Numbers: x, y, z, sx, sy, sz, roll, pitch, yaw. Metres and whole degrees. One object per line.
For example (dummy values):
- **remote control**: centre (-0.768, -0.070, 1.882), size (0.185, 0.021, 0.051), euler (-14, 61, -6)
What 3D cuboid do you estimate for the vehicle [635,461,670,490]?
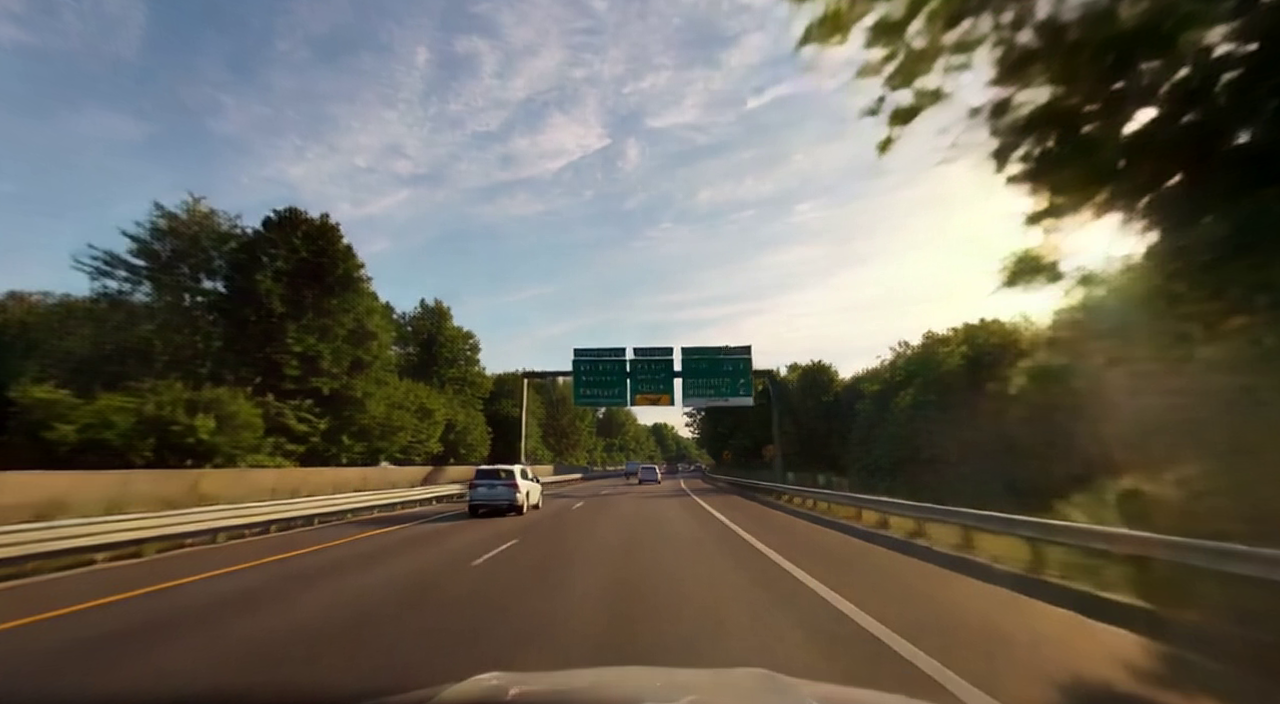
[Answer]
- **vehicle**: centre (0.818, 7.453, 38.215), size (2.000, 1.594, 3.996), euler (1, -10, 3)

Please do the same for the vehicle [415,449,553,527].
- **vehicle**: centre (-3.597, 3.278, 15.566), size (2.063, 1.556, 4.740), euler (1, -10, 1)

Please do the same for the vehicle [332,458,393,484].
- **vehicle**: centre (-21.060, 9.078, 48.039), size (1.950, 1.762, 5.268), euler (1, -10, 4)
